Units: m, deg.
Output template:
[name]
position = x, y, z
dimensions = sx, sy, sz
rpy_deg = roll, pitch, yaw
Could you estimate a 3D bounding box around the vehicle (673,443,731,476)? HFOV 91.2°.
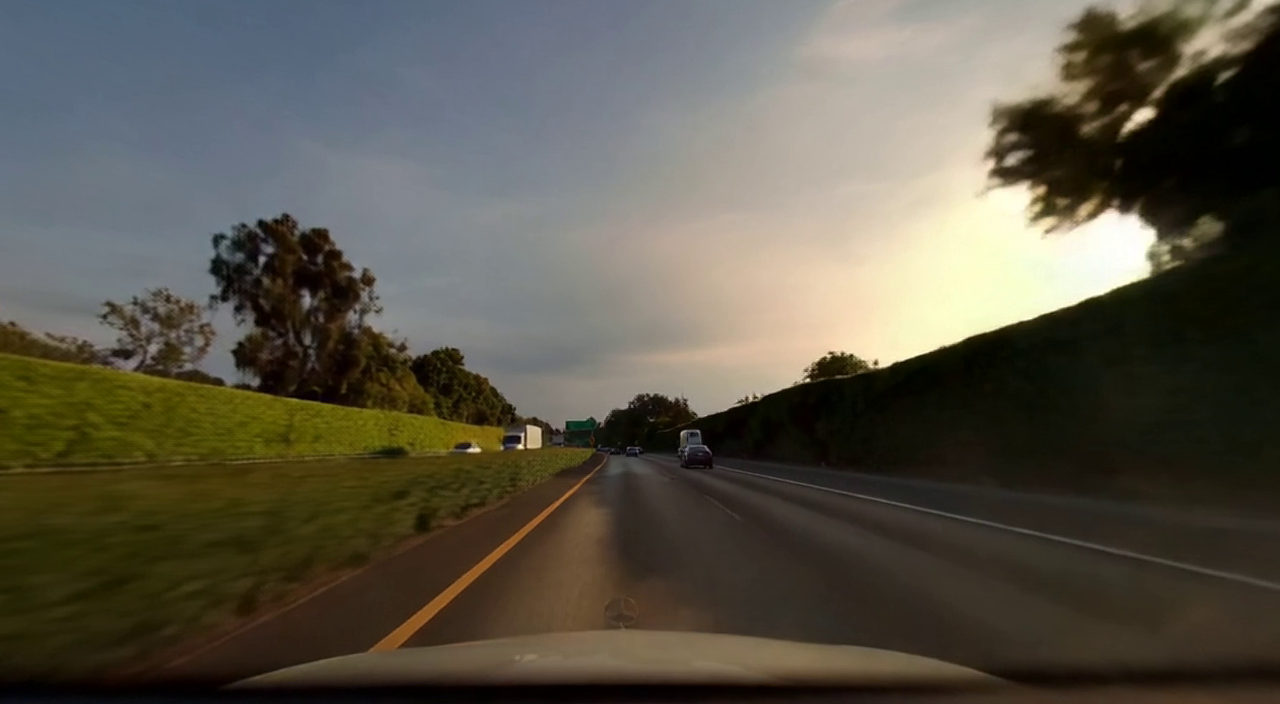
[vehicle]
position = 3.039, 5.358, 31.529
dimensions = 2.244, 1.498, 4.338
rpy_deg = 0, -9, -3
